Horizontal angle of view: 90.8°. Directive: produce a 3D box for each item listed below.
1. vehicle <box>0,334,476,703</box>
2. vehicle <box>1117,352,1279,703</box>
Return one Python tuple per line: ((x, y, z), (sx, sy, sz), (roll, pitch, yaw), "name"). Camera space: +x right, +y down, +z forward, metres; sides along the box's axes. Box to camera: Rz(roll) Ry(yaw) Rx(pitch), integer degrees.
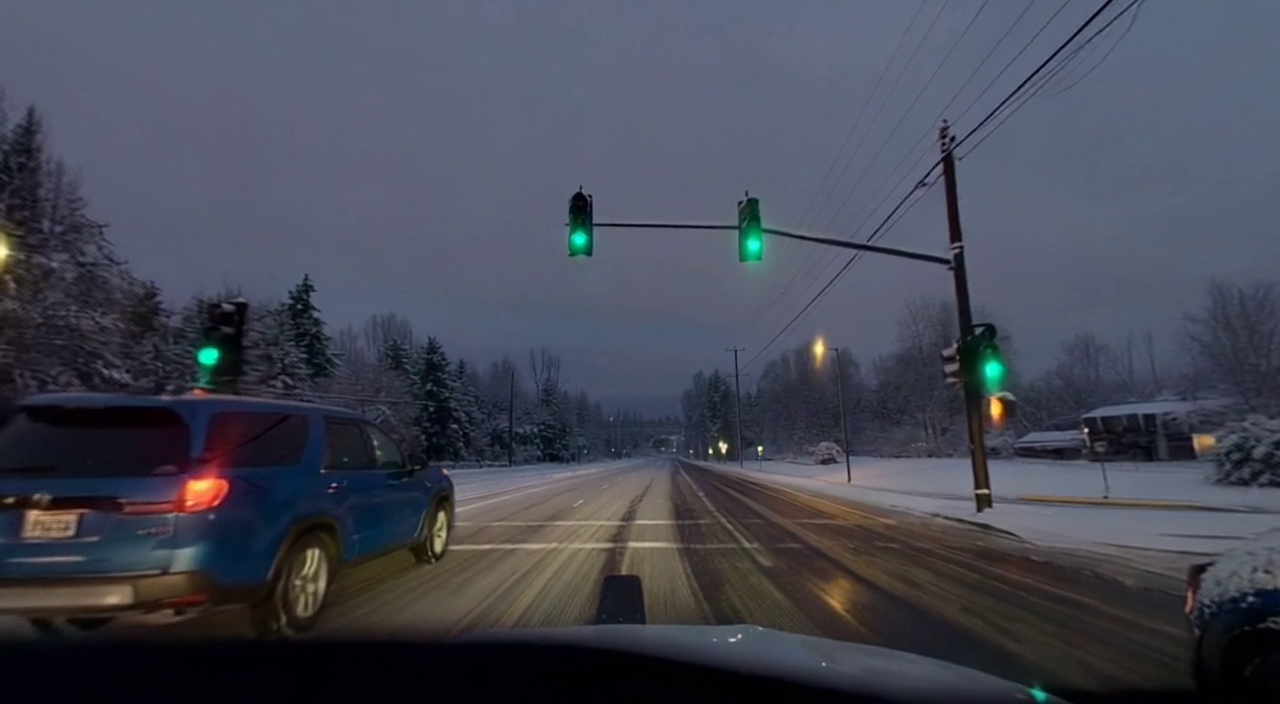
((-3.461, 1.287, 5.904), (2.374, 1.985, 5.391), (0, -9, 0), "vehicle")
((3.608, 0.652, 1.168), (2.056, 1.703, 4.305), (0, -9, 0), "vehicle")
